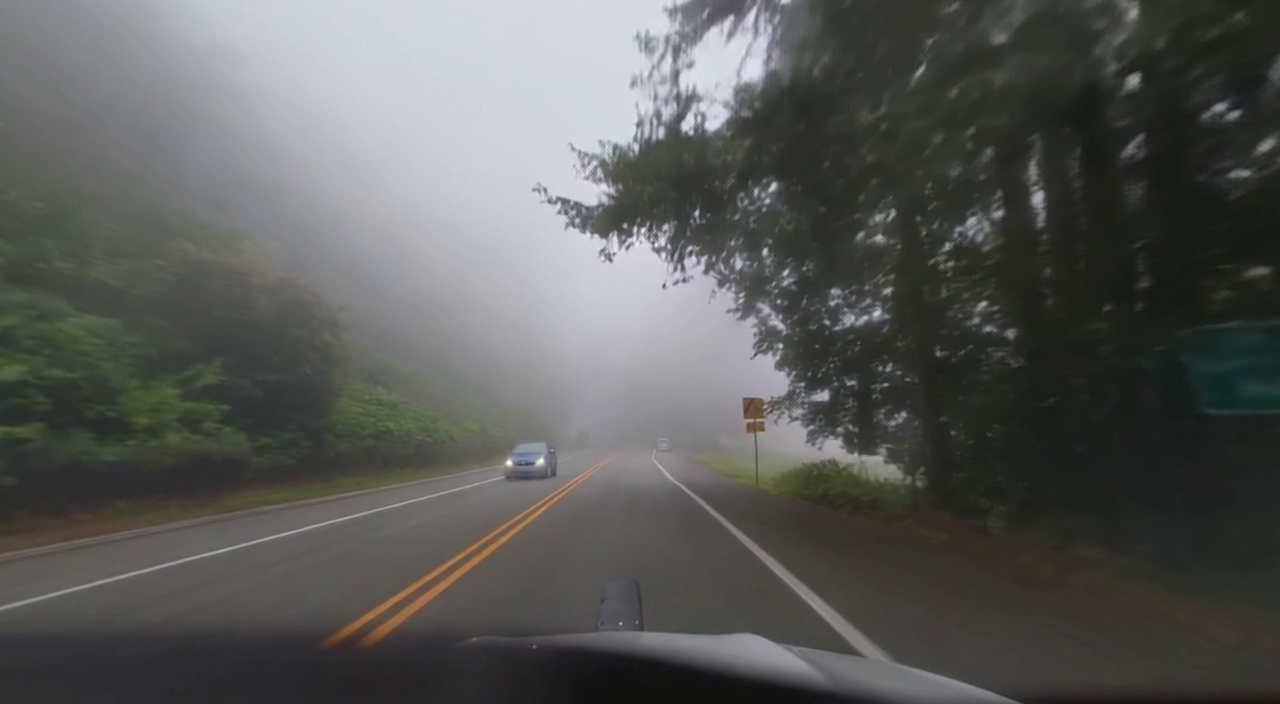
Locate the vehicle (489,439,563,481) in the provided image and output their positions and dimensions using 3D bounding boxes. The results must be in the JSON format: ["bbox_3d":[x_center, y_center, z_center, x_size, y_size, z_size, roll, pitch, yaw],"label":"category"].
[{"bbox_3d":[-4.383,4.237,25.051,2.083,1.476,4.513,0,-9,0],"label":"vehicle"}]
